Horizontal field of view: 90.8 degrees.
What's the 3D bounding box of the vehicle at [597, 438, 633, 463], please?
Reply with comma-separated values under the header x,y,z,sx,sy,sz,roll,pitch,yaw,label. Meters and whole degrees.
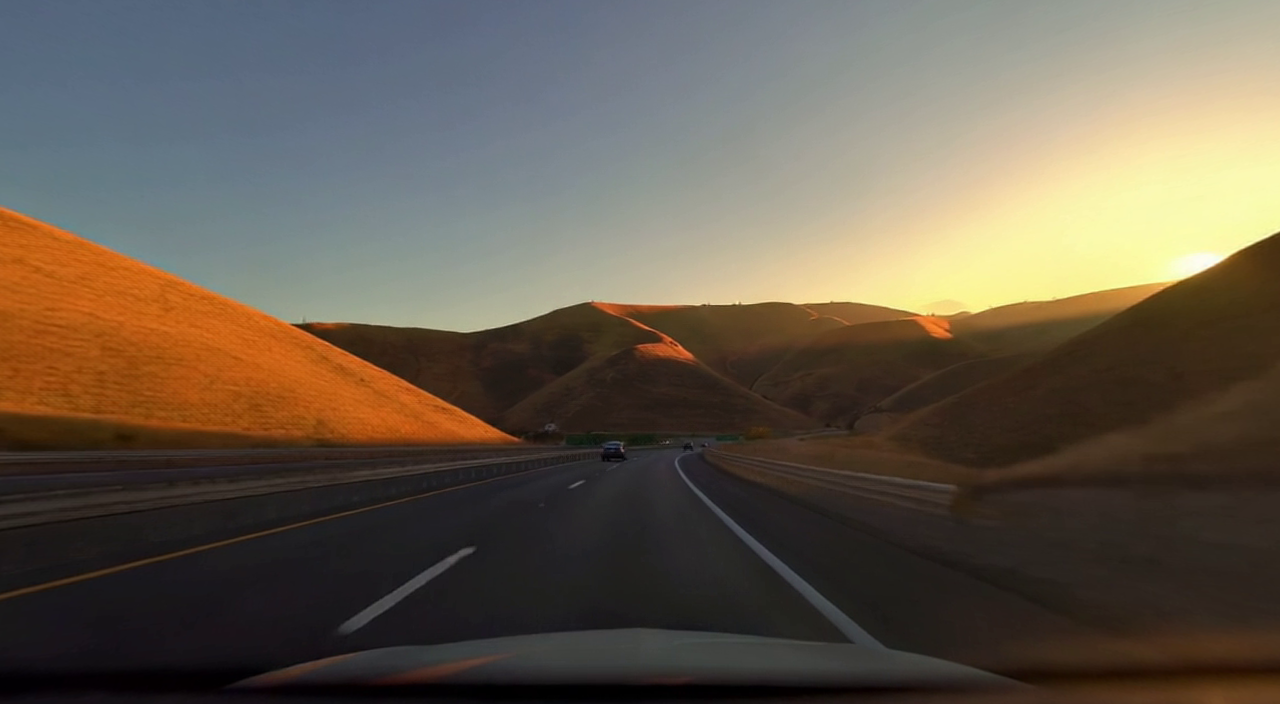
x,y,z,sx,sy,sz,roll,pitch,yaw,label
-1.884,7.564,48.681,2.252,1.743,4.560,-1,-8,4,vehicle
